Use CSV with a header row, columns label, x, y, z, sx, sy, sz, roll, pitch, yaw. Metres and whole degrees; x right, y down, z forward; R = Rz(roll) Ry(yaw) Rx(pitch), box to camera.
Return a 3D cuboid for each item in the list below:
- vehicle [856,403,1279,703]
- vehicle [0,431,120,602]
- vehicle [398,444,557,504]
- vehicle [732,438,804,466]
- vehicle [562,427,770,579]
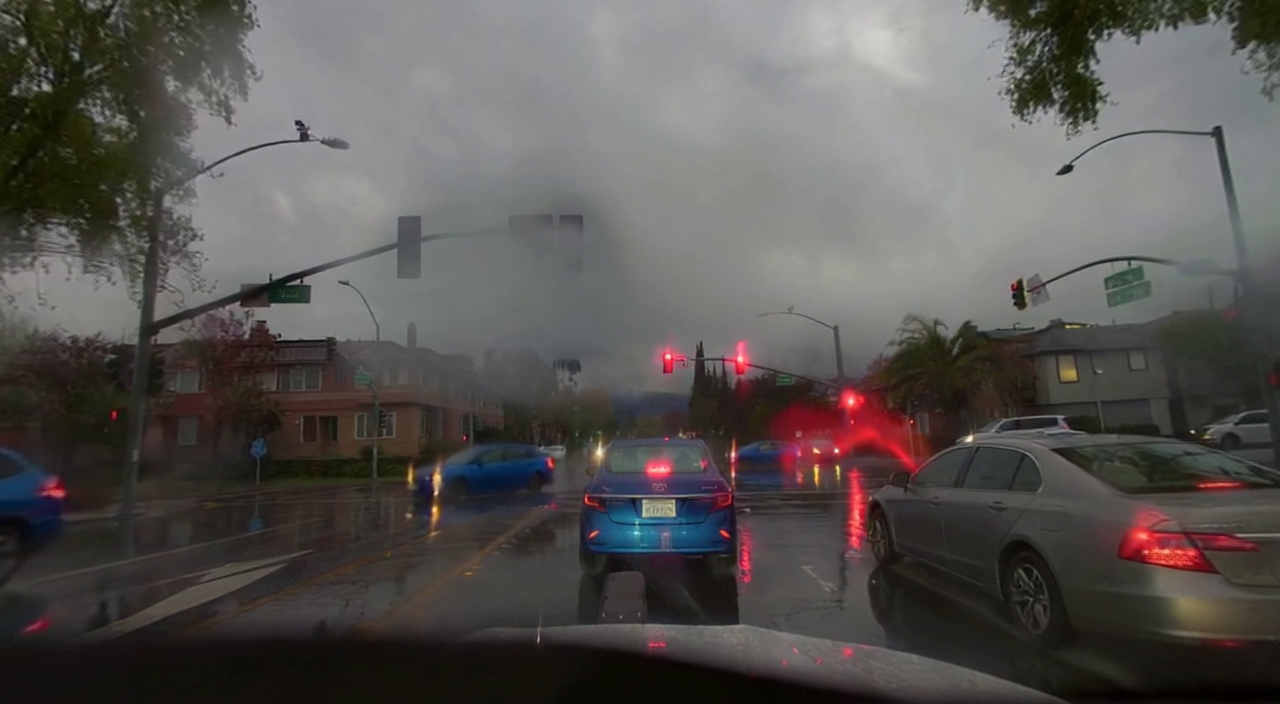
label,x,y,z,sx,sy,sz,roll,pitch,yaw
vehicle,3.657,1.339,5.428,1.888,1.486,4.681,0,-9,-1
vehicle,-7.995,1.611,5.753,1.988,1.799,4.789,-2,-9,9
vehicle,-4.493,3.388,18.098,1.854,1.490,4.229,-6,-10,32
vehicle,7.993,6.299,39.790,1.936,1.615,4.240,5,-10,-34
vehicle,0.300,1.817,8.331,2.090,1.505,3.756,-1,-9,1
